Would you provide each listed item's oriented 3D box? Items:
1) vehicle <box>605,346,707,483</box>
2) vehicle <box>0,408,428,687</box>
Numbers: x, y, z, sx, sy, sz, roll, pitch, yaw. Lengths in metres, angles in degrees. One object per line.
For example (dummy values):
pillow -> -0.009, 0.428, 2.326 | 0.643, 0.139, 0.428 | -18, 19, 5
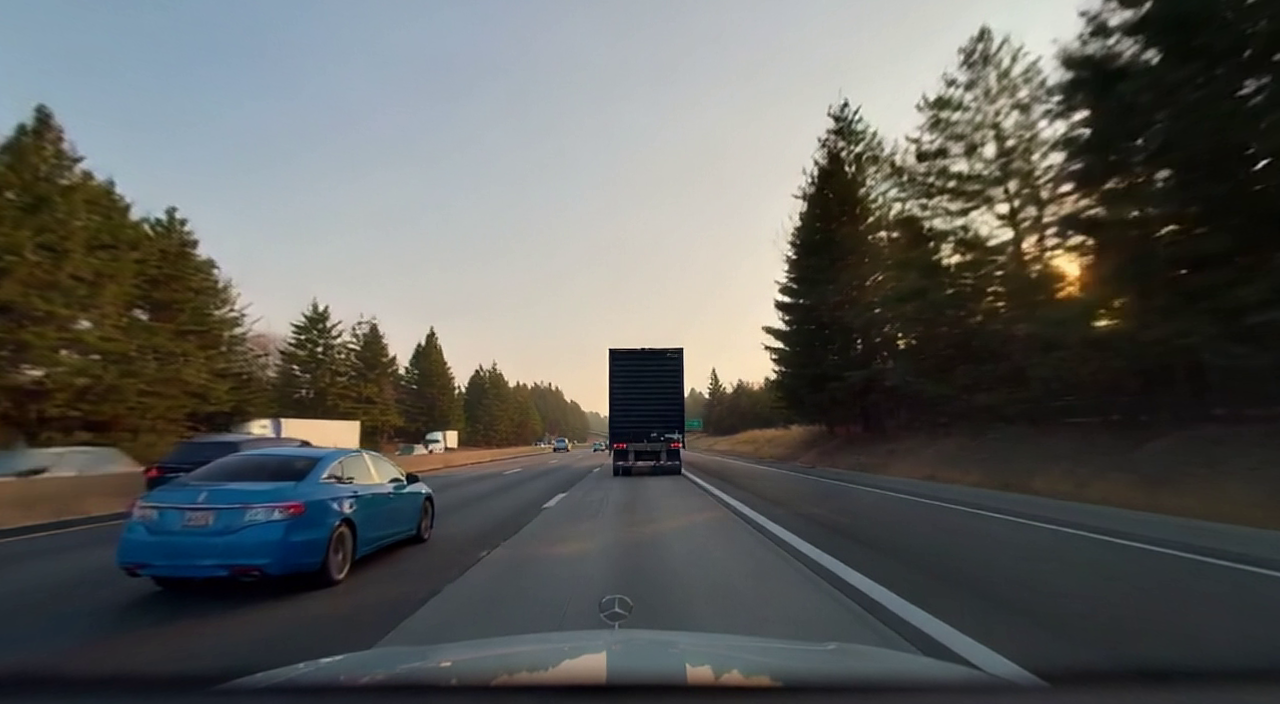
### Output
vehicle -> 0.442, 2.641, 24.564 | 3.073, 4.196, 10.546 | 0, -8, 0
vehicle -> -3.586, 1.397, 5.696 | 1.854, 1.530, 4.268 | 0, -8, 0
